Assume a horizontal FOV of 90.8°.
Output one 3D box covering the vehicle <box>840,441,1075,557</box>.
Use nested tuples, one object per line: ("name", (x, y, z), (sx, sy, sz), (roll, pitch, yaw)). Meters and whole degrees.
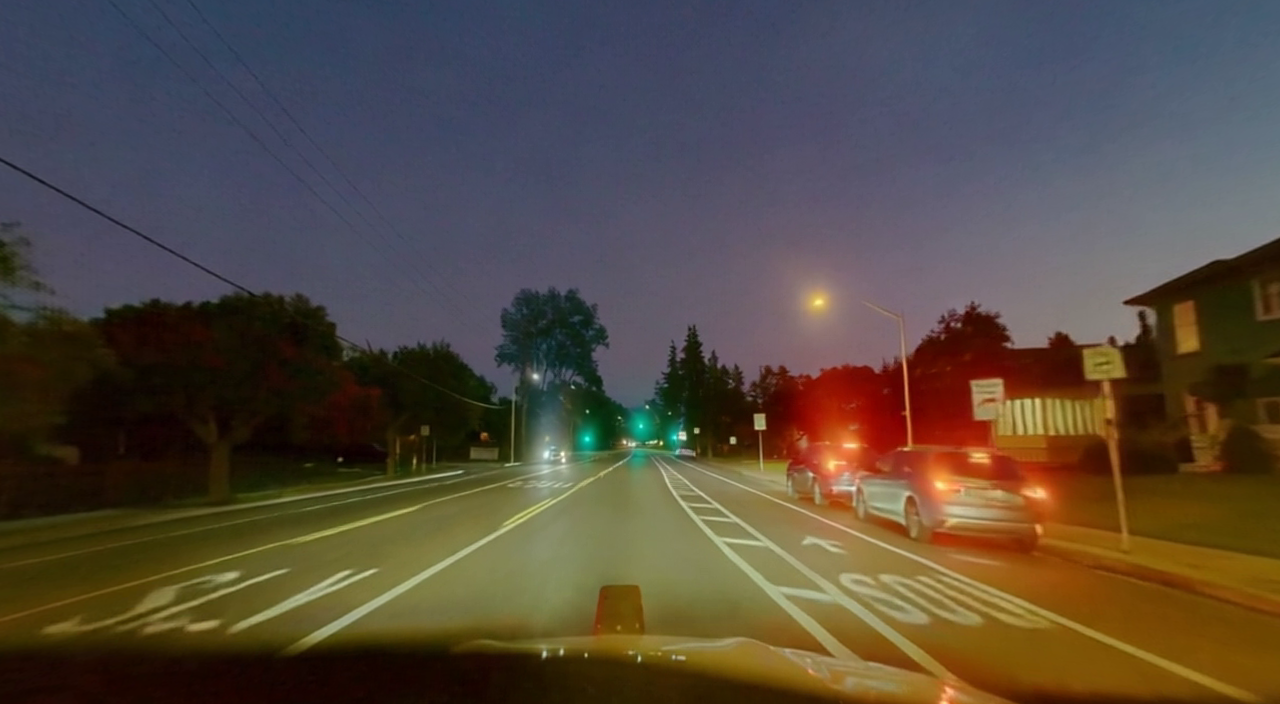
("vehicle", (5.173, 2.395, 11.120), (1.891, 1.611, 4.269), (0, -8, 0))

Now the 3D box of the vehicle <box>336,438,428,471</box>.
("vehicle", (-16.232, 6.429, 39.748), (5.125, 1.941, 2.086), (4, -9, -26))
